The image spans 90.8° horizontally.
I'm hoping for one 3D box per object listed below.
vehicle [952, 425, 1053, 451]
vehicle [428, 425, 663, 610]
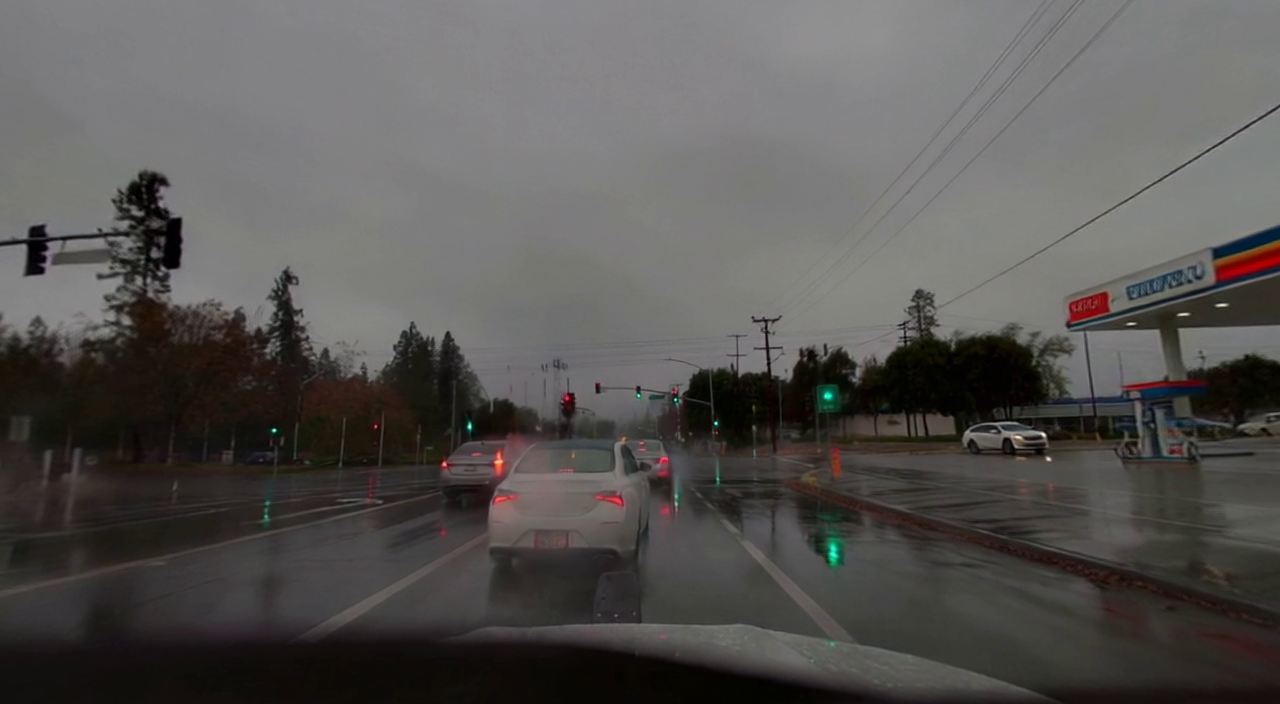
[{"bbox_3d":[21.989,5.230,38.447,4.874,1.502,2.048,0,-8,1],"label":"vehicle"},{"bbox_3d":[-0.707,1.701,7.519,1.916,1.510,4.447,0,-8,3],"label":"vehicle"}]
